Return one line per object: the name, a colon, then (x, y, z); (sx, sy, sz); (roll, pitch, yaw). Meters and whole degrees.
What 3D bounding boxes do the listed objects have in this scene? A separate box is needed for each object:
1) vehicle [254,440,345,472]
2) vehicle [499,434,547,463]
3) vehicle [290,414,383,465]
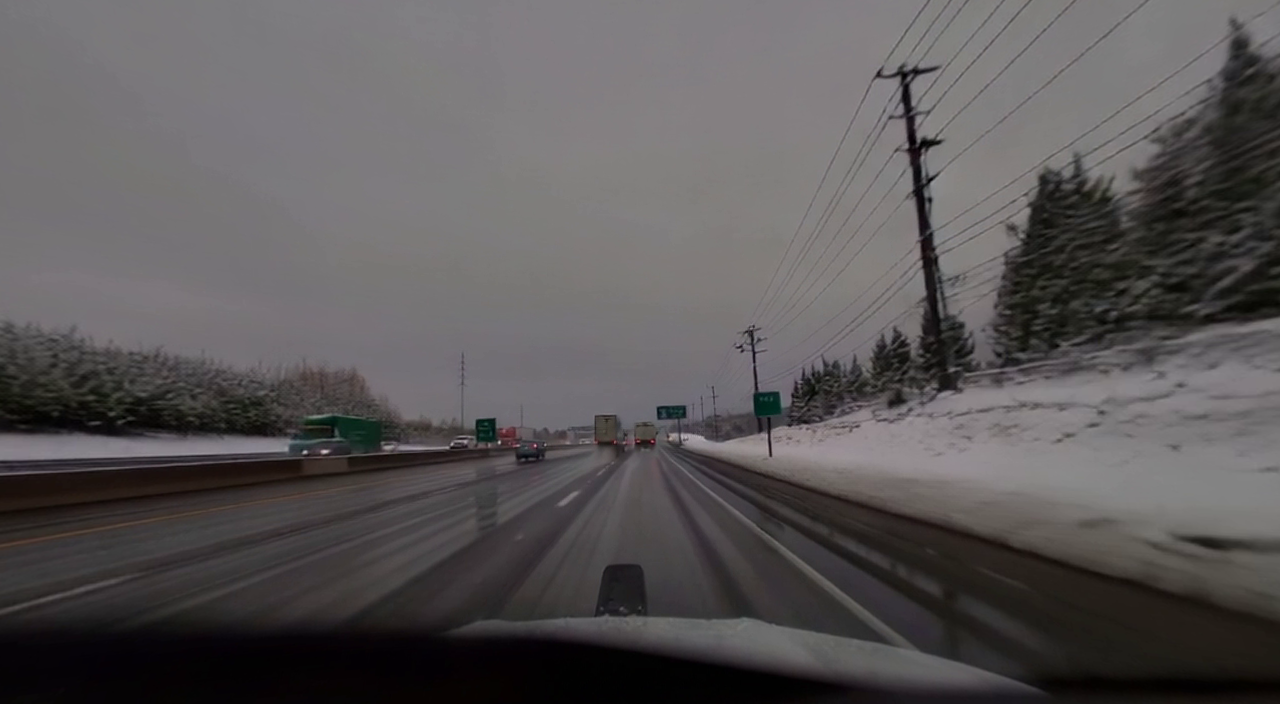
vehicle: (-17.381, 5.321, 32.488); (1.922, 1.486, 4.775); (0, -8, 1)
vehicle: (-7.586, 6.296, 41.261); (2.192, 1.762, 4.559); (-1, -8, 1)
vehicle: (-21.098, 6.186, 44.399); (2.768, 3.286, 7.386); (0, -8, 0)
